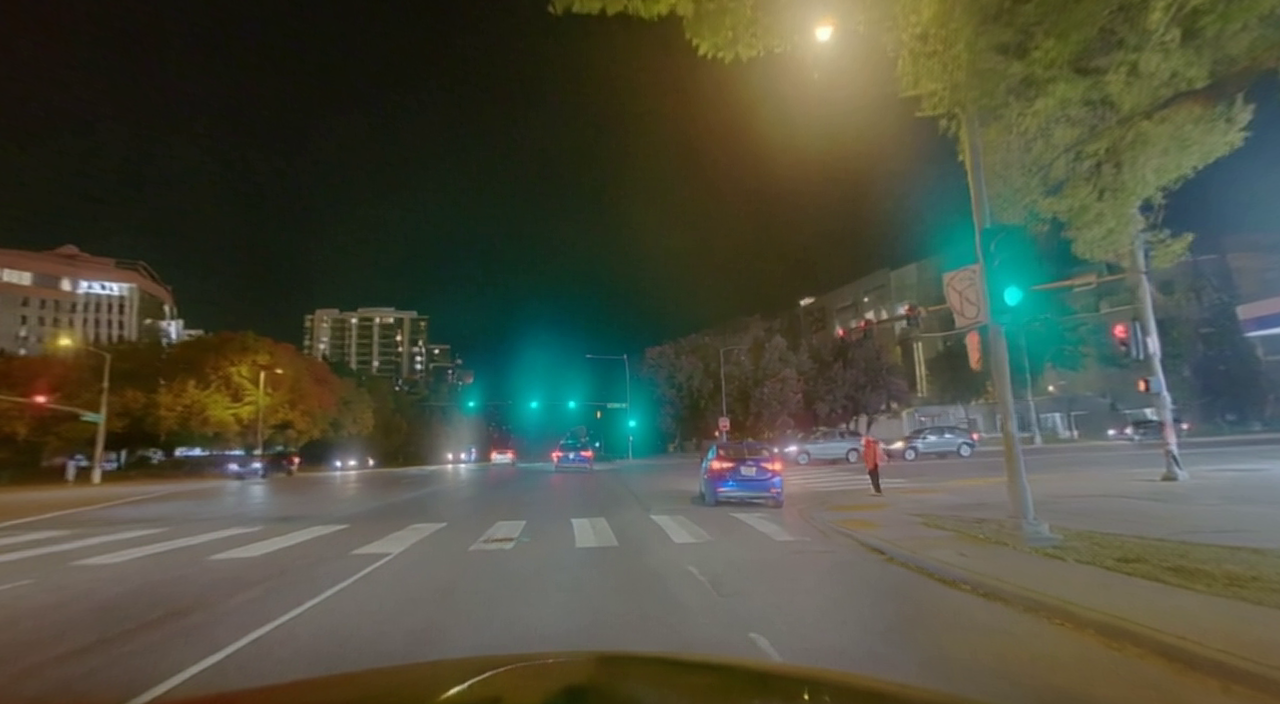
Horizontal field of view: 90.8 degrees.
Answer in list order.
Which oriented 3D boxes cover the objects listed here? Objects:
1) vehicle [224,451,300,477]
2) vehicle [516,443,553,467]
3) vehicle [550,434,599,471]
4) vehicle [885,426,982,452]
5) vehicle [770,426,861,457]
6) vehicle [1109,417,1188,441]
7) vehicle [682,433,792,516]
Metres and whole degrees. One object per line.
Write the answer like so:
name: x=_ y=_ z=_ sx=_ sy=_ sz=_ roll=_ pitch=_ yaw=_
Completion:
vehicle: x=-25.730 y=7.625 z=43.211 sx=2.376 sy=1.616 sz=4.587 roll=0 pitch=-9 yaw=-1
vehicle: x=-7.051 y=6.878 z=42.484 sx=2.003 sy=1.492 sz=4.291 roll=0 pitch=-8 yaw=-4
vehicle: x=-3.196 y=4.971 z=31.460 sx=2.210 sy=1.722 sz=4.215 roll=0 pitch=-8 yaw=-4
vehicle: x=16.738 y=4.974 z=36.162 sx=4.700 sy=1.417 sz=1.789 roll=0 pitch=-8 yaw=-4
vehicle: x=9.898 y=5.058 z=35.773 sx=4.524 sy=1.681 sz=1.823 roll=1 pitch=-9 yaw=-6
vehicle: x=34.991 y=5.330 z=43.513 sx=3.923 sy=1.619 sz=1.817 roll=1 pitch=-8 yaw=-5
vehicle: x=2.248 y=2.548 z=13.721 sx=1.976 sy=1.462 sz=4.342 roll=-2 pitch=-9 yaw=13
